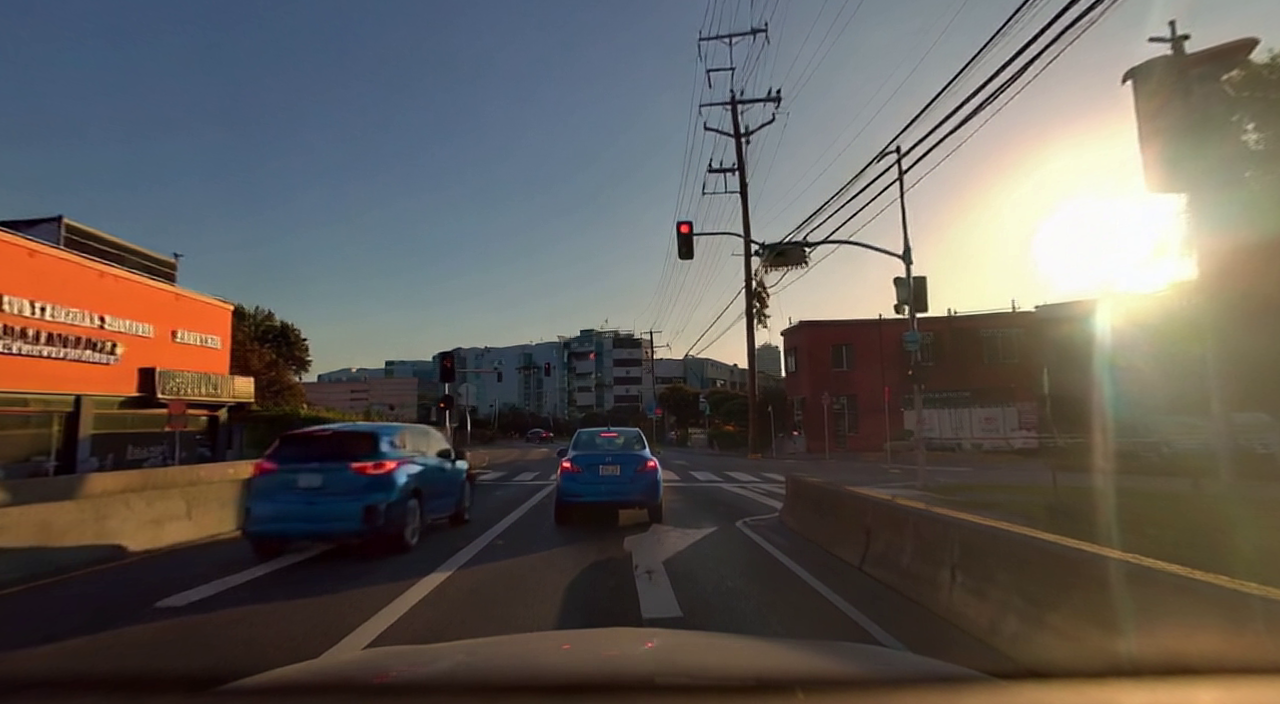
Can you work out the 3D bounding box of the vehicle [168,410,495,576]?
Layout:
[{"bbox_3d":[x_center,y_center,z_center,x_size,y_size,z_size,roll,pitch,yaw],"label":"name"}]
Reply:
[{"bbox_3d":[-3.454,1.646,8.230,2.097,1.573,4.284,0,-8,0],"label":"vehicle"}]

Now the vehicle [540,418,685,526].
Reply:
[{"bbox_3d":[-0.414,2.006,11.116,2.123,1.566,3.662,0,-8,0],"label":"vehicle"}]
